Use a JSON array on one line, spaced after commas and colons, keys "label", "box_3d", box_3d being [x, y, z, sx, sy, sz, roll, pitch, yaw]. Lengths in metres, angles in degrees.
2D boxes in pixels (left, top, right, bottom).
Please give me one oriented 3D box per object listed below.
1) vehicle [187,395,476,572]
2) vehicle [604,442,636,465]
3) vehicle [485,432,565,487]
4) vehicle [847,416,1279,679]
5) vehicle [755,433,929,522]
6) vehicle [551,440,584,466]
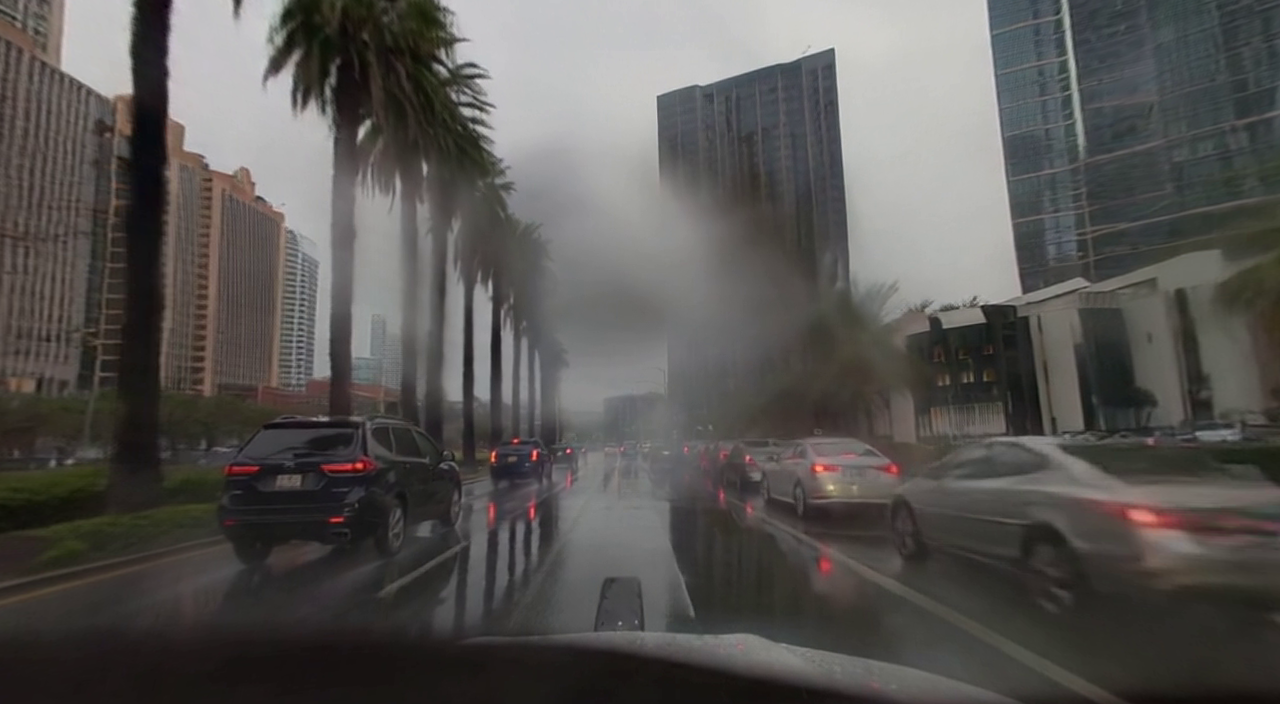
[{"label": "vehicle", "box_3d": [-3.710, 1.650, 8.611, 1.800, 1.797, 4.224, 0, -8, 0]}, {"label": "vehicle", "box_3d": [-1.403, 6.860, 42.752, 2.036, 1.461, 3.890, 1, -8, -5]}, {"label": "vehicle", "box_3d": [-3.949, 3.762, 22.394, 2.014, 1.740, 4.392, 0, -8, 0]}, {"label": "vehicle", "box_3d": [3.950, 1.444, 6.000, 2.138, 1.447, 4.793, 0, -8, -3]}, {"label": "vehicle", "box_3d": [3.841, 2.455, 12.986, 1.925, 1.486, 4.744, 0, -8, -1]}, {"label": "vehicle", "box_3d": [-4.829, 6.759, 42.414, 1.955, 1.637, 4.243, 0, -8, -3]}]
